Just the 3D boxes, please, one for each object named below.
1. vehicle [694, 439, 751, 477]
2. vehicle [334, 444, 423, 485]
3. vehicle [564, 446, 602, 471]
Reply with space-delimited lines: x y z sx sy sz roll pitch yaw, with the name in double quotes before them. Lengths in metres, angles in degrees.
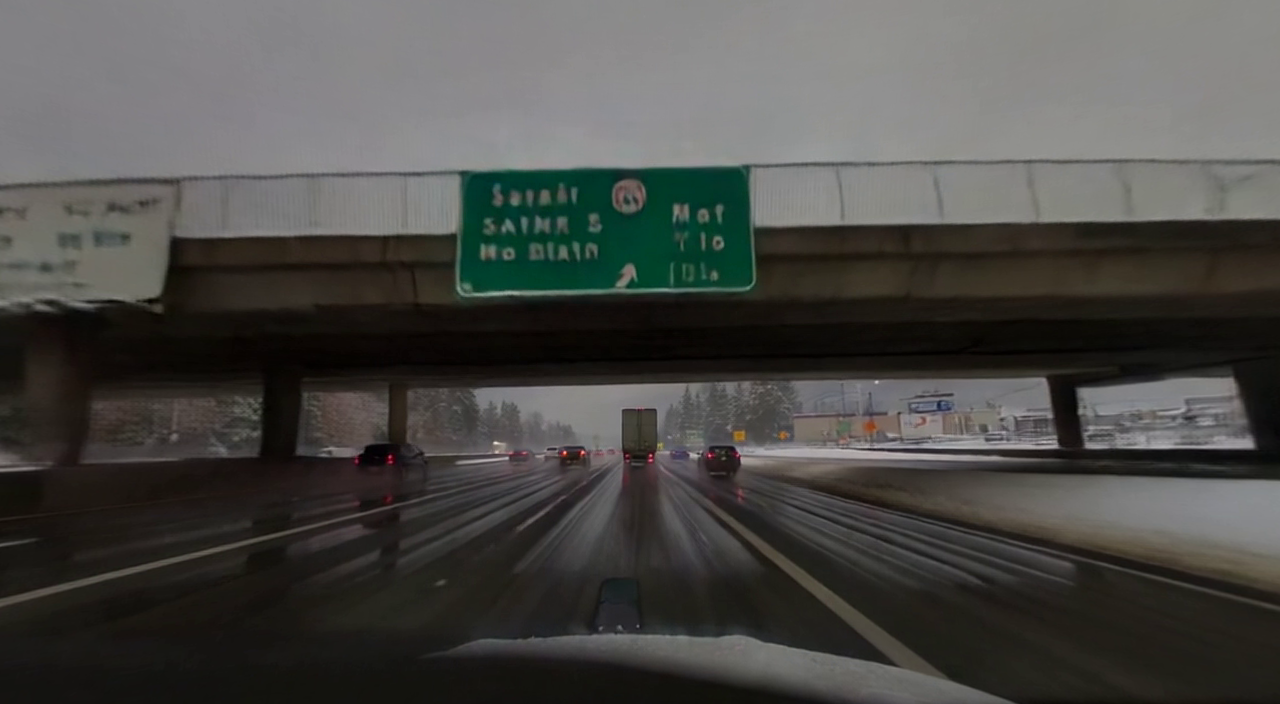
"vehicle" 3.874 5.084 30.365 2.107 1.707 4.445 0 -9 -1
"vehicle" -11.238 4.836 27.403 1.966 1.627 4.258 0 -9 1
"vehicle" -3.698 7.016 41.643 2.083 1.576 4.307 0 -9 0
